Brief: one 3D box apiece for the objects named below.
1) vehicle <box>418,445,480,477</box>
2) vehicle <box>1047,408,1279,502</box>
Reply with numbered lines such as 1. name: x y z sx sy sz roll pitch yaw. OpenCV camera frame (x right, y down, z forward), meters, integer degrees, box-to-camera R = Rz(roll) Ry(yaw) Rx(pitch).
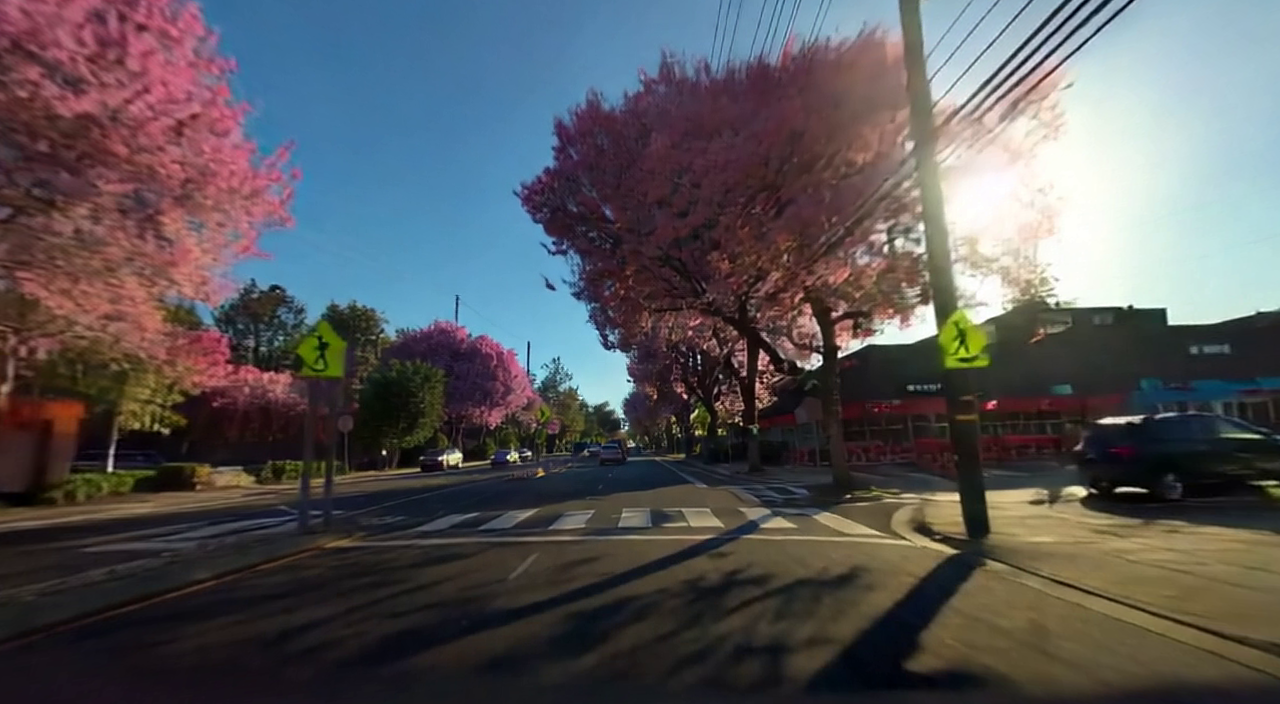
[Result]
1. vehicle: -10.638 6.061 35.471 1.993 1.661 4.756 0 -9 0
2. vehicle: 12.369 2.229 13.891 5.666 1.815 2.137 2 -9 -12
